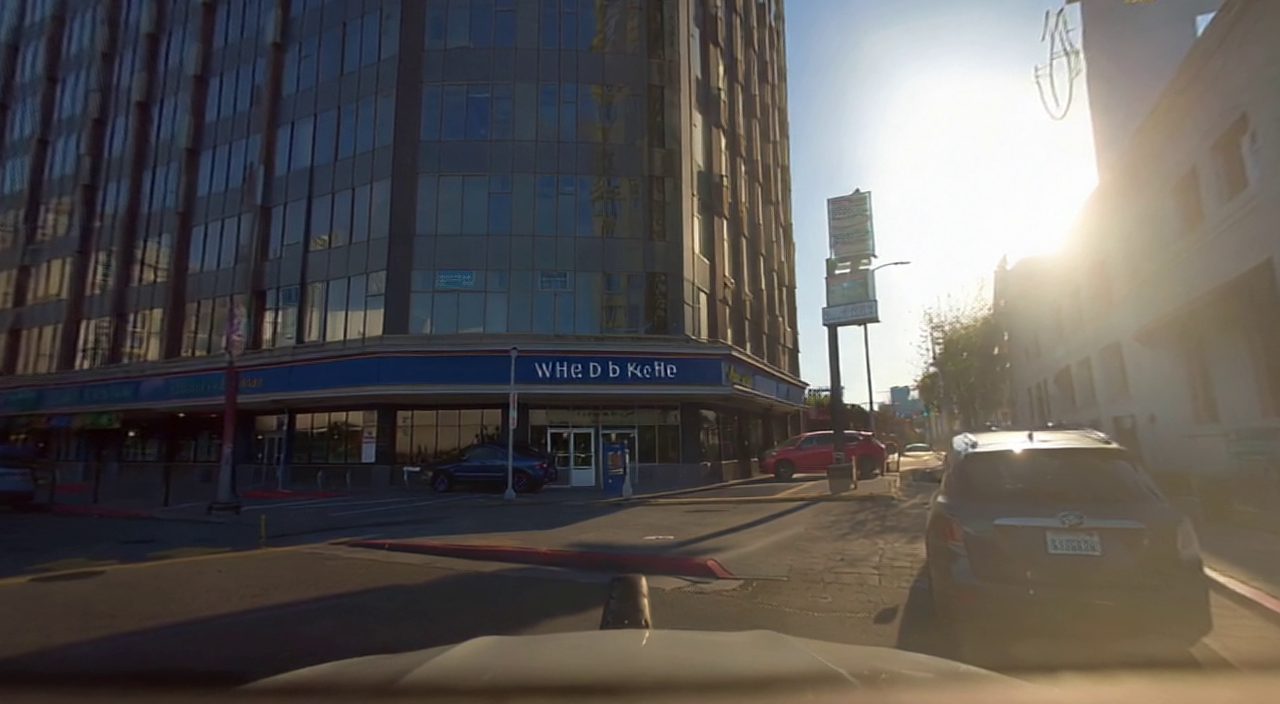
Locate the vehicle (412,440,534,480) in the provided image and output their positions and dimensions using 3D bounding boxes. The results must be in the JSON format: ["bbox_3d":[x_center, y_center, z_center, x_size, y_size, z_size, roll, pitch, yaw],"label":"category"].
[{"bbox_3d":[-7.275,4.716,27.654,4.814,1.618,1.869,-2,-9,12],"label":"vehicle"}]

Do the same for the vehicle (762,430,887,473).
[{"bbox_3d":[7.745,4.182,26.505,4.706,1.663,1.993,-4,-10,27],"label":"vehicle"}]
